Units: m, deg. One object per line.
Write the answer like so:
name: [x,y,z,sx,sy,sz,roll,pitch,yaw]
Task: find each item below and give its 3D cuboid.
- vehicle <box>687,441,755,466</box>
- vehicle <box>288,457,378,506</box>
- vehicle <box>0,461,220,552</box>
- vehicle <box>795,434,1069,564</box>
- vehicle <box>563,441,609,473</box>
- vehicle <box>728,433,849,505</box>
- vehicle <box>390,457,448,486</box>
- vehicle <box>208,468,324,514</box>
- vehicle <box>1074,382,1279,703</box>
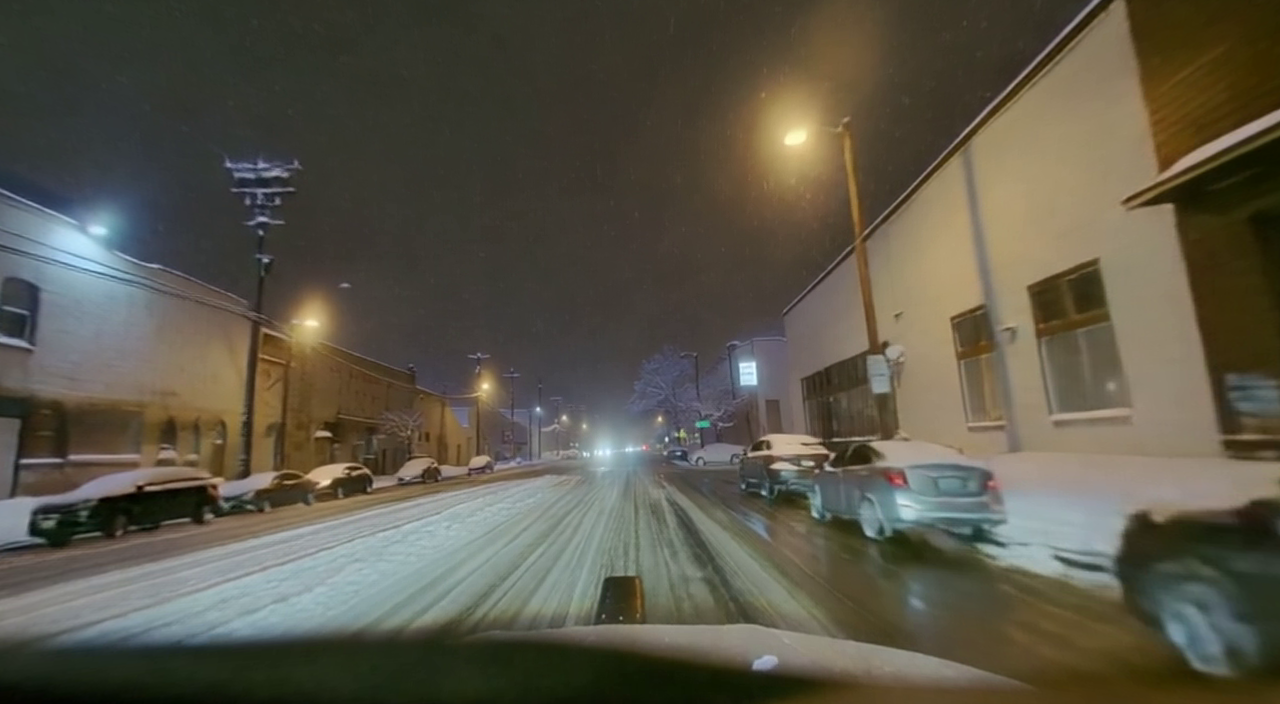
vehicle: [5.519,6.945,43.251,4.474,1.632,2.234,-1,-9,5]
vehicle: [-15.156,6.366,31.494,2.081,1.791,4.799,-6,-7,-1]
vehicle: [-15.307,4.385,18.658,2.124,1.835,5.450,-6,-7,0]
vehicle: [3.899,2.028,9.533,1.862,1.451,4.544,0,-9,-1]
vehicle: [-3.232,6.465,39.180,2.348,1.831,4.737,0,-9,1]
vehicle: [3.838,3.140,17.496,2.048,1.658,5.559,0,-9,0]
vehicle: [-15.223,8.231,43.896,1.966,1.760,5.423,-1,-8,1]
vehicle: [-15.159,5.631,25.923,2.049,1.496,4.338,-1,-8,1]
vehicle: [3.952,0.815,2.107,2.149,1.563,3.880,0,-9,-2]
